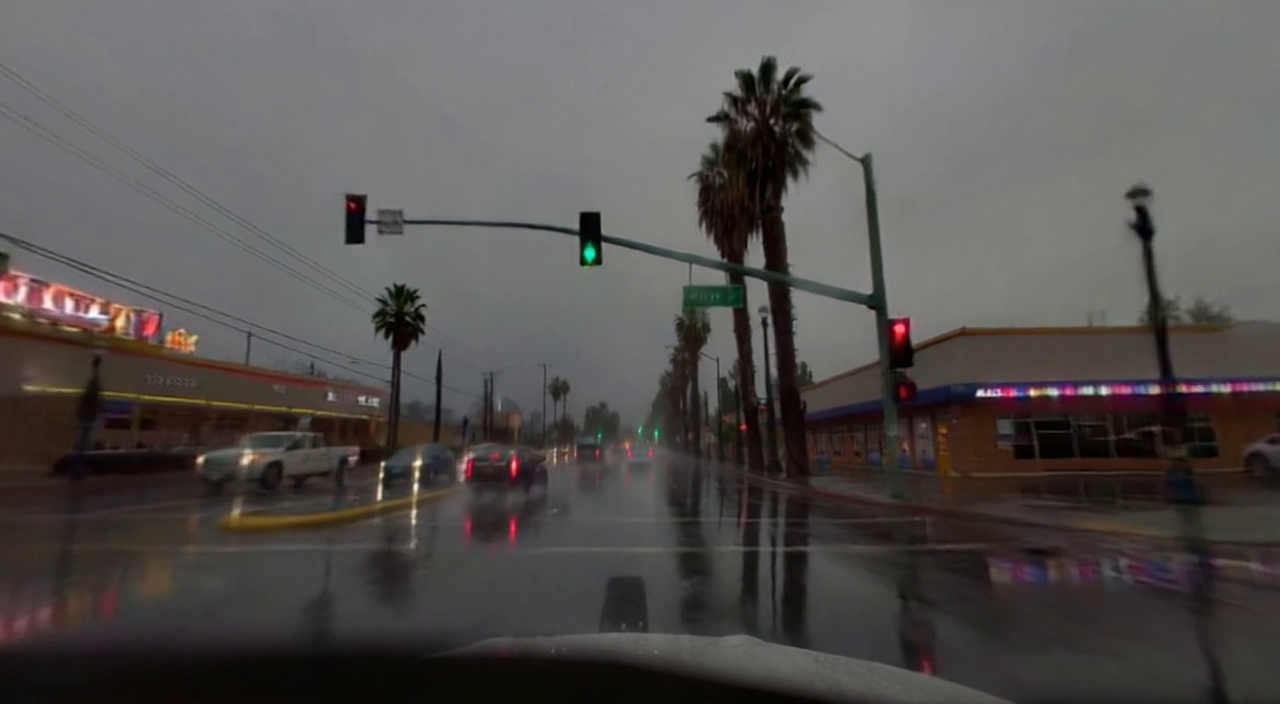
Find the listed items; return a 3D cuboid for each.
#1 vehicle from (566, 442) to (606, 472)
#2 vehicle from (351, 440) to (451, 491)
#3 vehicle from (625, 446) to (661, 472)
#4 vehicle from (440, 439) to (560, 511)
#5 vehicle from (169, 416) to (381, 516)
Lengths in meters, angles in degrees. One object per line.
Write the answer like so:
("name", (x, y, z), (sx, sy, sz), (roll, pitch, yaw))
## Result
("vehicle", (-3.080, 6.153, 36.863), (1.979, 1.634, 3.957), (0, -8, 0))
("vehicle", (-8.275, 3.945, 22.164), (1.893, 1.576, 4.075), (-2, -9, 0))
("vehicle", (0.181, 6.516, 38.510), (2.094, 1.496, 4.070), (0, -8, 0))
("vehicle", (-3.294, 2.971, 15.705), (1.904, 1.513, 4.410), (0, -8, 1))
("vehicle", (-8.386, 2.675, 15.203), (2.058, 1.929, 5.123), (-1, -9, 0))
